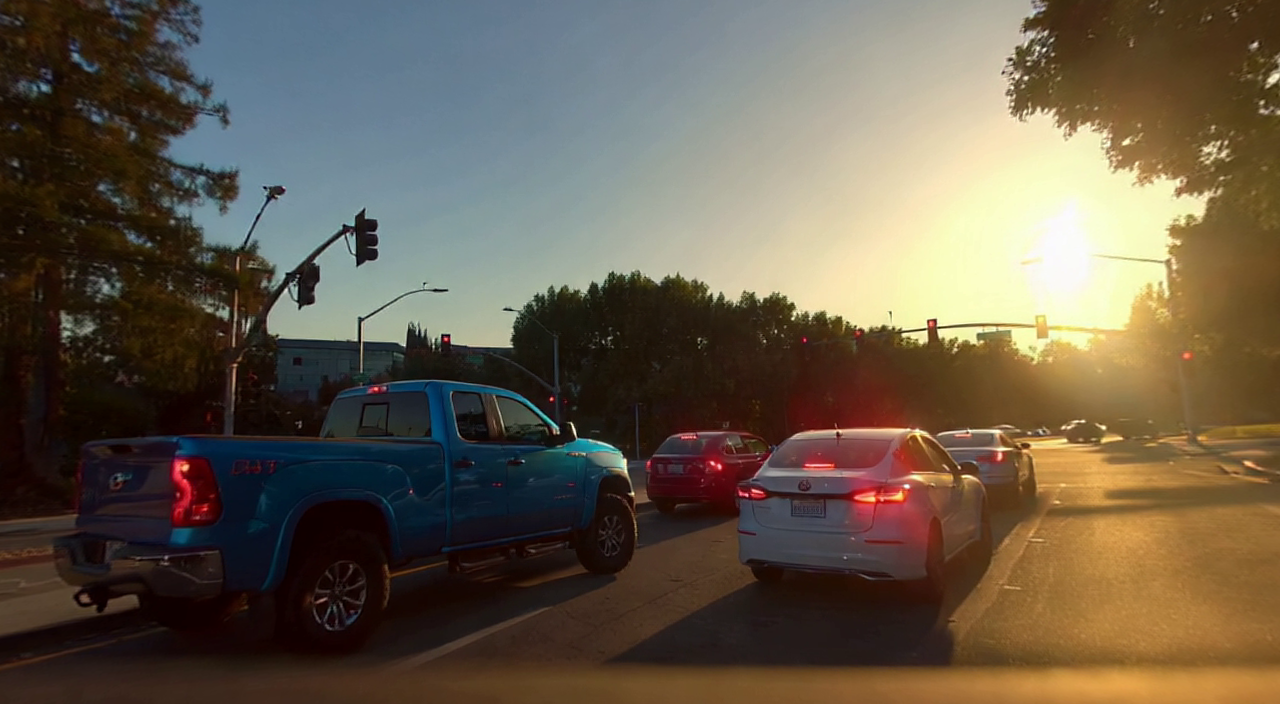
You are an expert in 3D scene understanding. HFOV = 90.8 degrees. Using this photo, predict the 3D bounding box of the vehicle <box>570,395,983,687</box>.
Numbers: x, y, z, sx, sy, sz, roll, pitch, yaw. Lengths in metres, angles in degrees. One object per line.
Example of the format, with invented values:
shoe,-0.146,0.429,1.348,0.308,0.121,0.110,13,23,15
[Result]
vehicle,1.711,1.383,5.981,2.027,1.549,4.801,-6,-10,35

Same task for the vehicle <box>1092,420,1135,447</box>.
vehicle,32.768,5.677,43.737,2.160,1.790,4.303,-6,-10,35

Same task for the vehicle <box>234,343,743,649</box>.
vehicle,-0.881,1.408,7.466,2.272,2.016,6.146,-4,-9,27

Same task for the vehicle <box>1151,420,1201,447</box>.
vehicle,35.739,5.485,42.206,2.183,1.714,4.491,-6,-11,37
